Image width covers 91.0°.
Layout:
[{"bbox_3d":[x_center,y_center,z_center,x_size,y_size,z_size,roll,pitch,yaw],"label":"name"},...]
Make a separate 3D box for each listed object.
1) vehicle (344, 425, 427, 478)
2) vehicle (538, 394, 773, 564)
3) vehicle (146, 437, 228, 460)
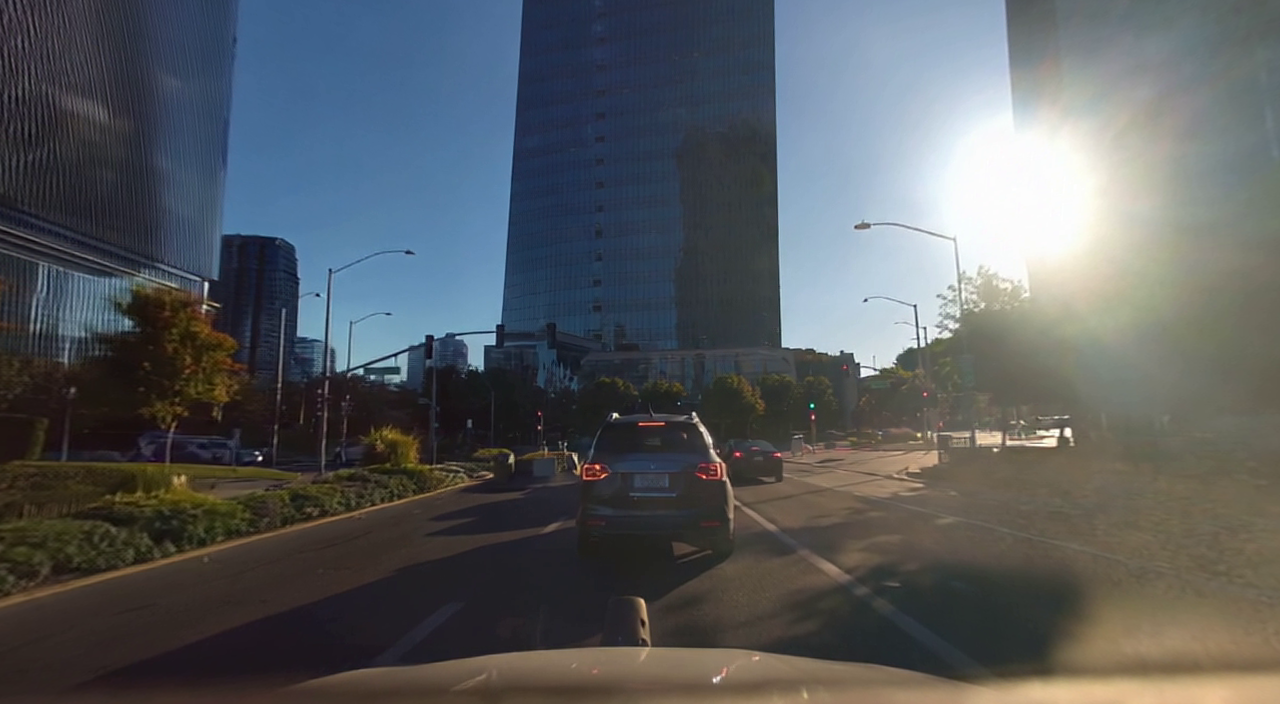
[{"bbox_3d":[-12.328,4.890,31.057,2.717,2.310,6.448,2,-9,-13],"label":"vehicle"},{"bbox_3d":[0.171,1.763,9.362,2.601,1.878,4.535,0,-9,0],"label":"vehicle"},{"bbox_3d":[-34.441,7.336,47.933,4.622,1.742,1.965,0,-9,-1],"label":"vehicle"}]
